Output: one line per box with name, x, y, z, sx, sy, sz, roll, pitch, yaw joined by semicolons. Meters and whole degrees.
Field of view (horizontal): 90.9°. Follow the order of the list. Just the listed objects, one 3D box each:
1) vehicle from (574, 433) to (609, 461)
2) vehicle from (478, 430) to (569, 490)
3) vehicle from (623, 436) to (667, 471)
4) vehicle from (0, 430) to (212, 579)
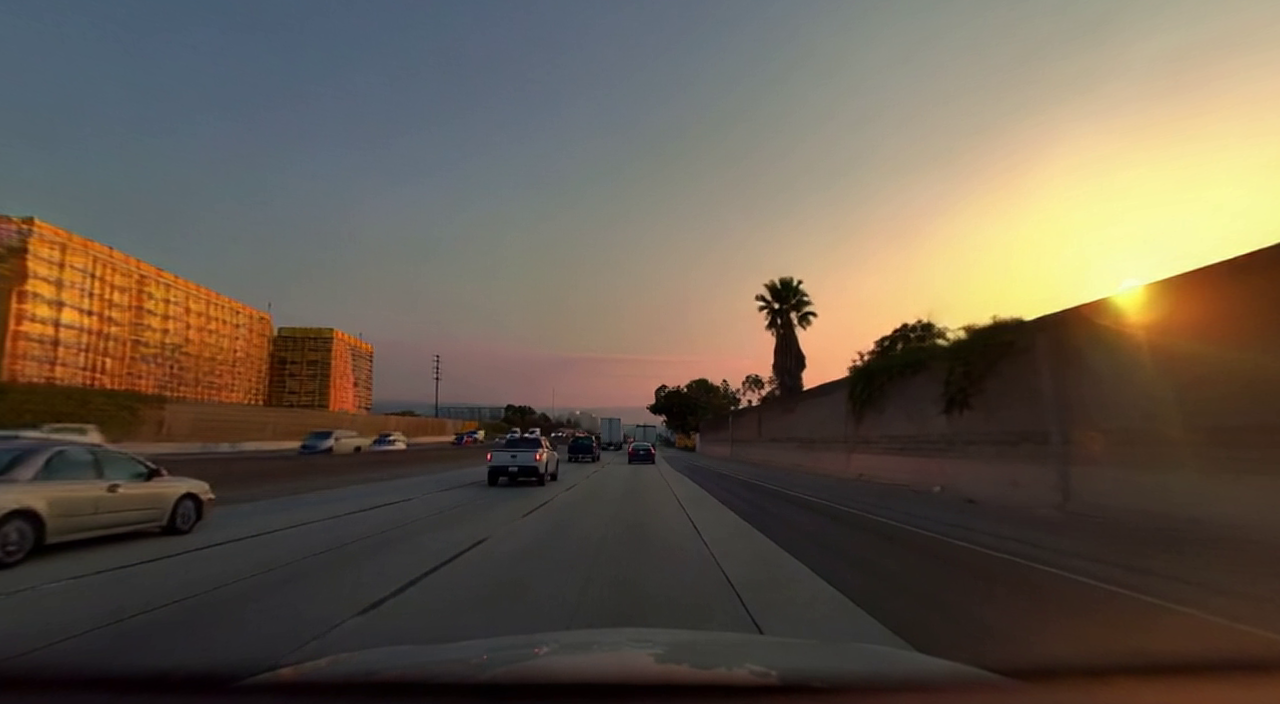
vehicle;-3.676;7.268;48.251;2.203;1.958;4.848;0;-8;1
vehicle;-3.706;3.542;21.030;2.108;1.740;4.549;0;-8;1
vehicle;0.241;5.151;32.187;2.136;1.678;4.052;0;-8;0
vehicle;-7.369;1.644;7.110;1.949;1.476;4.410;0;-8;0
